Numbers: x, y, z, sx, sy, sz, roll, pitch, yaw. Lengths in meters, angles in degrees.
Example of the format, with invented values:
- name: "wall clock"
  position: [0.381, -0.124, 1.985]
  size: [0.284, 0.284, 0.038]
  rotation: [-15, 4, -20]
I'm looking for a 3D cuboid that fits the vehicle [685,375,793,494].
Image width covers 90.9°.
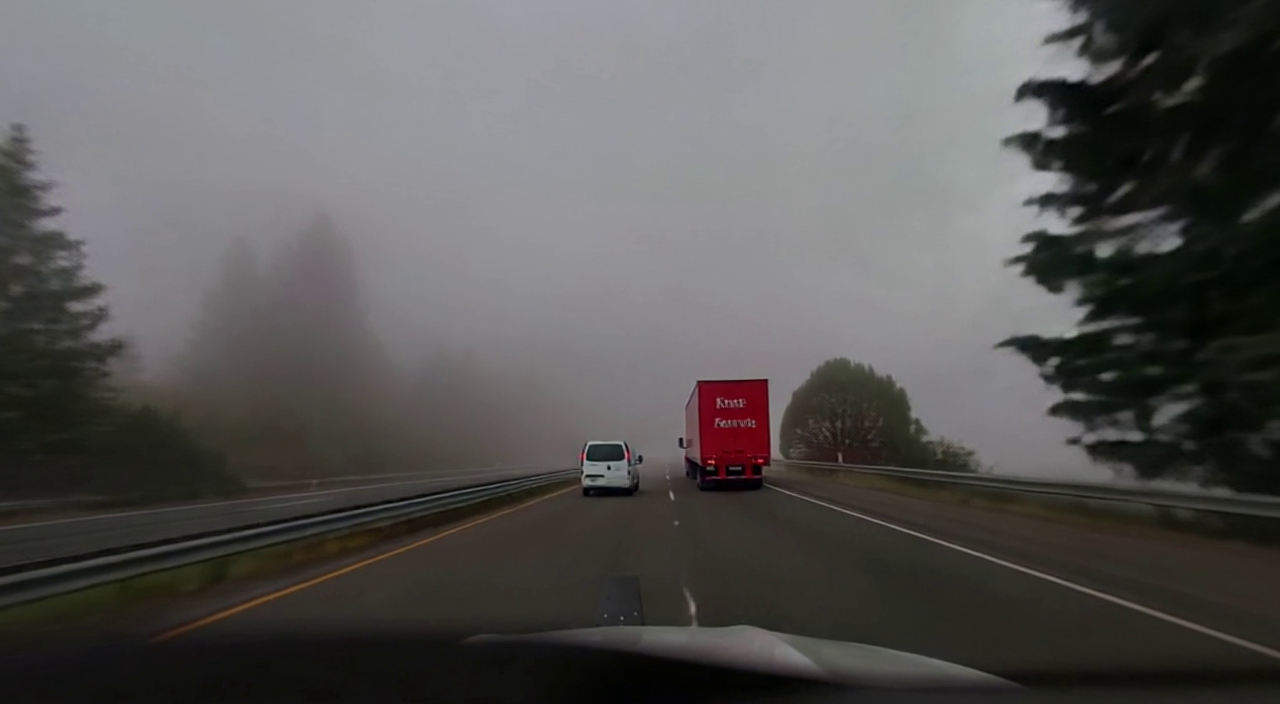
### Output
- name: "vehicle"
  position: [3.767, 3.749, 27.613]
  size: [3.030, 3.985, 12.707]
  rotation: [0, -9, 2]

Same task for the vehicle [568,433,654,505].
- name: "vehicle"
  position: [-0.710, 3.385, 18.581]
  size: [2.105, 1.865, 4.102]
  rotation: [-1, -9, 3]
